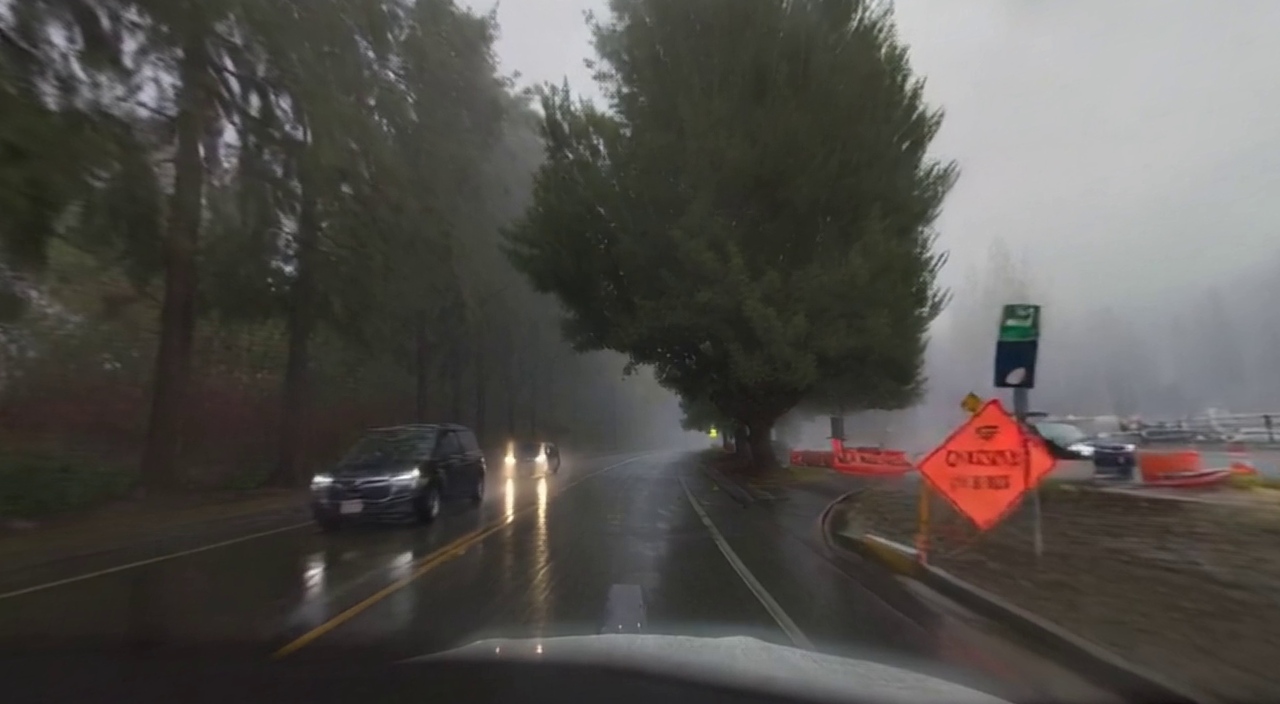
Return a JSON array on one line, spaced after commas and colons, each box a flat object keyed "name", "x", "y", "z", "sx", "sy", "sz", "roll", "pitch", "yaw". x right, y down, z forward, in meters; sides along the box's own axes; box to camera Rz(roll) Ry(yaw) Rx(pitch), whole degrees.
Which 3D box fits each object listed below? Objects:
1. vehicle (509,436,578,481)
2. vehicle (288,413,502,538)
[{"name": "vehicle", "x": -4.095, "y": 4.618, "z": 27.743, "sx": 2.033, "sy": 1.765, "sz": 4.698, "roll": -1, "pitch": -8, "yaw": 4}, {"name": "vehicle", "x": -4.412, "y": 2.313, "z": 12.483, "sx": 2.119, "sy": 1.935, "sz": 4.881, "roll": -1, "pitch": -8, "yaw": 2}]
